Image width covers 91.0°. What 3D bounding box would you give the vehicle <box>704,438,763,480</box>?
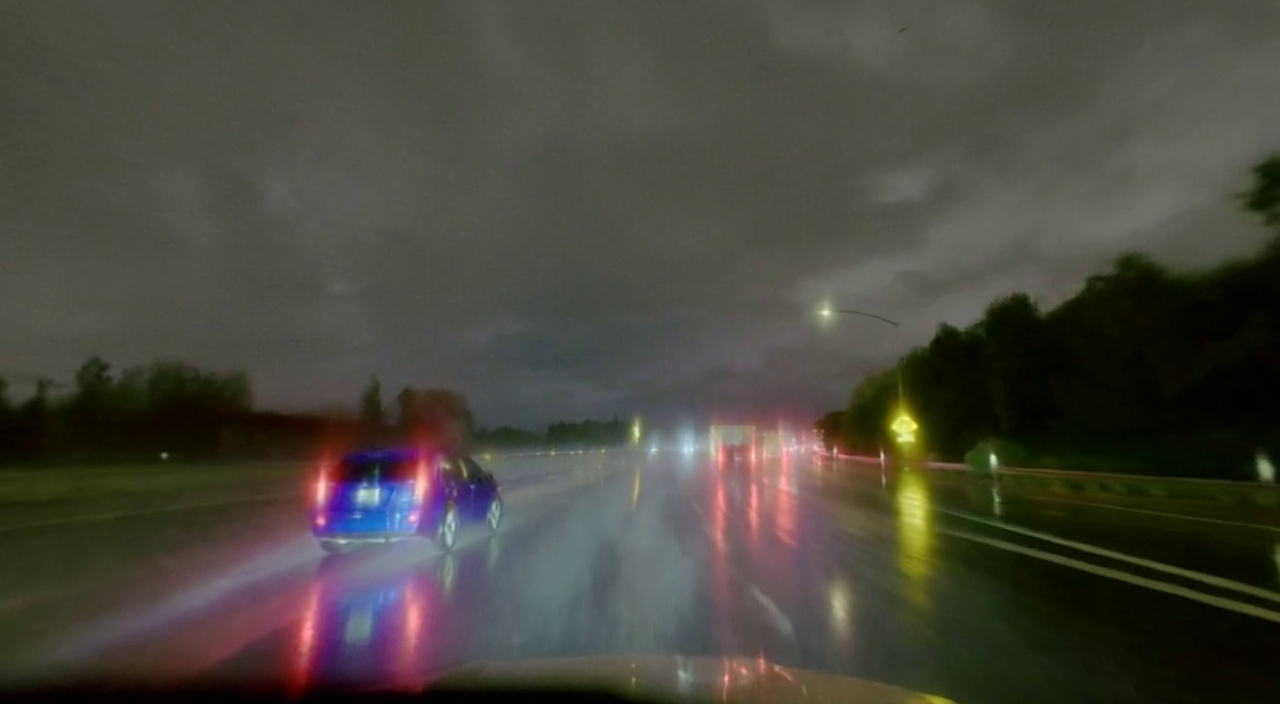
[{"bbox_3d":[4.395,5.124,30.424,2.225,1.833,4.340,0,-9,1],"label":"vehicle"}]

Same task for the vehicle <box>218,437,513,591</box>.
[{"bbox_3d":[-3.155,1.941,8.452,1.937,1.490,4.372,0,-9,1],"label":"vehicle"}]
